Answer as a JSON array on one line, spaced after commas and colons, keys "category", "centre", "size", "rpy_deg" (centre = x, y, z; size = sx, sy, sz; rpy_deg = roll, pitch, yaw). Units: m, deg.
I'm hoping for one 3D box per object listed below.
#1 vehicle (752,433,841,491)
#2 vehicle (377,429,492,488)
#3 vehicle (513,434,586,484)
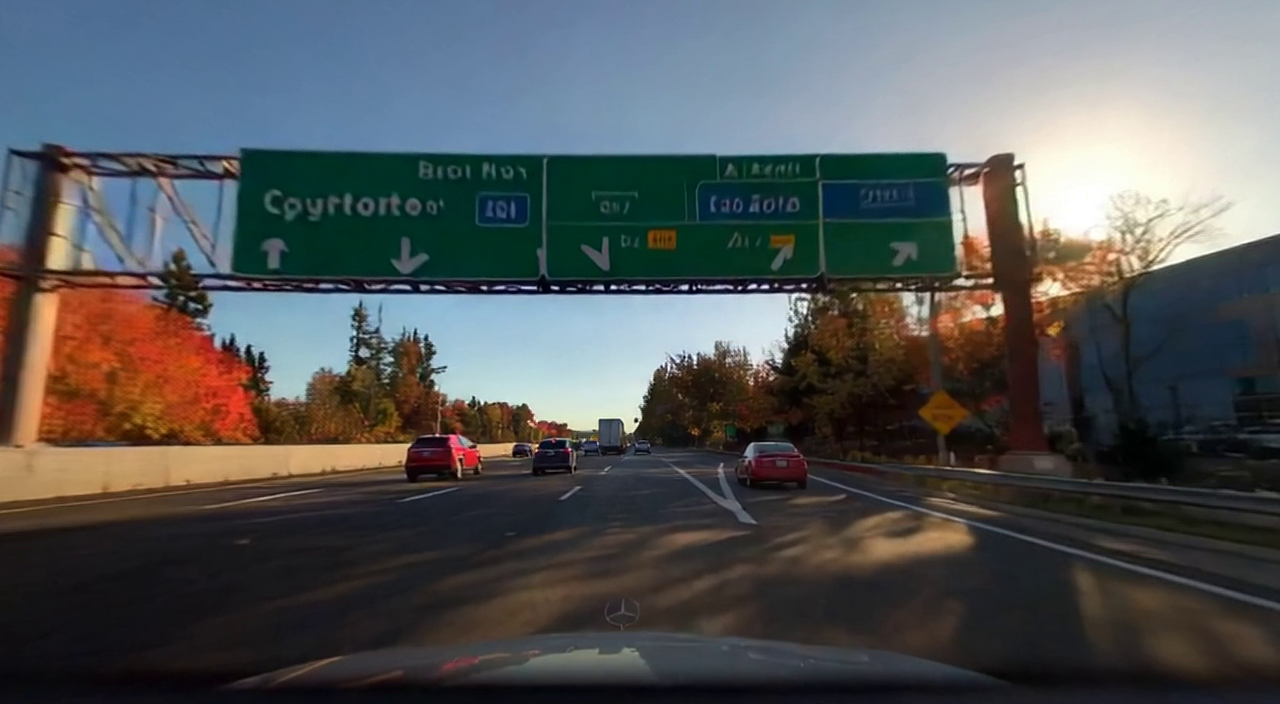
[{"category": "vehicle", "centre": [5.195, 3.704, 21.618], "size": [2.101, 1.742, 4.495], "rpy_deg": [0, -9, 3]}, {"category": "vehicle", "centre": [-7.253, 3.832, 22.981], "size": [2.314, 1.842, 5.279], "rpy_deg": [0, -9, 1]}, {"category": "vehicle", "centre": [-3.383, 4.092, 24.362], "size": [2.111, 1.742, 4.315], "rpy_deg": [0, -9, 1]}]
